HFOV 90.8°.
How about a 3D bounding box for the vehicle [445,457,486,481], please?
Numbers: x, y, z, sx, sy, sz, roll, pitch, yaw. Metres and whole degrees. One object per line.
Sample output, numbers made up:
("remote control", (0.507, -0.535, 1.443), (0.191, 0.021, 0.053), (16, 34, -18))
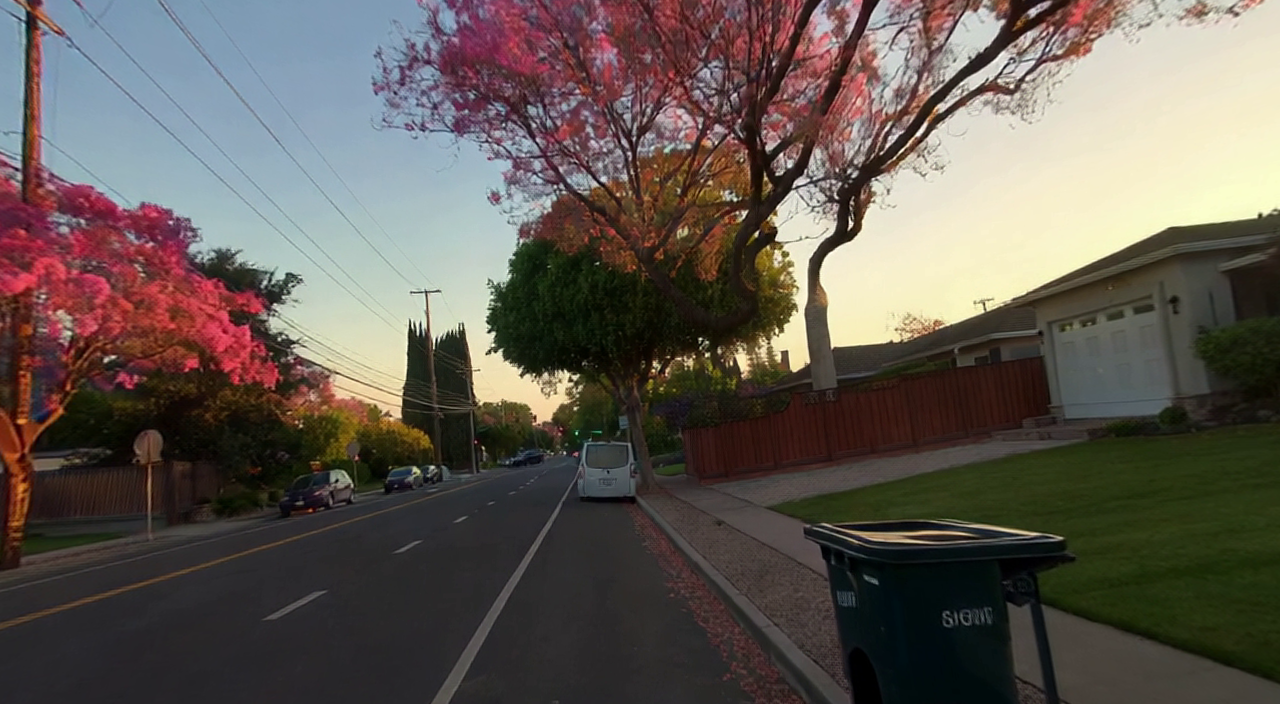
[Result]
("vehicle", (-13.771, 9.113, 49.634), (2.218, 1.679, 4.723), (4, -9, -25))

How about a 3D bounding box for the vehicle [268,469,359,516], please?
("vehicle", (-13.777, 5.916, 26.991), (1.982, 1.660, 4.142), (1, -8, -6))

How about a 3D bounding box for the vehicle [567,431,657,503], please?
("vehicle", (-0.829, 3.079, 17.389), (2.190, 1.708, 4.115), (0, -8, -4))
